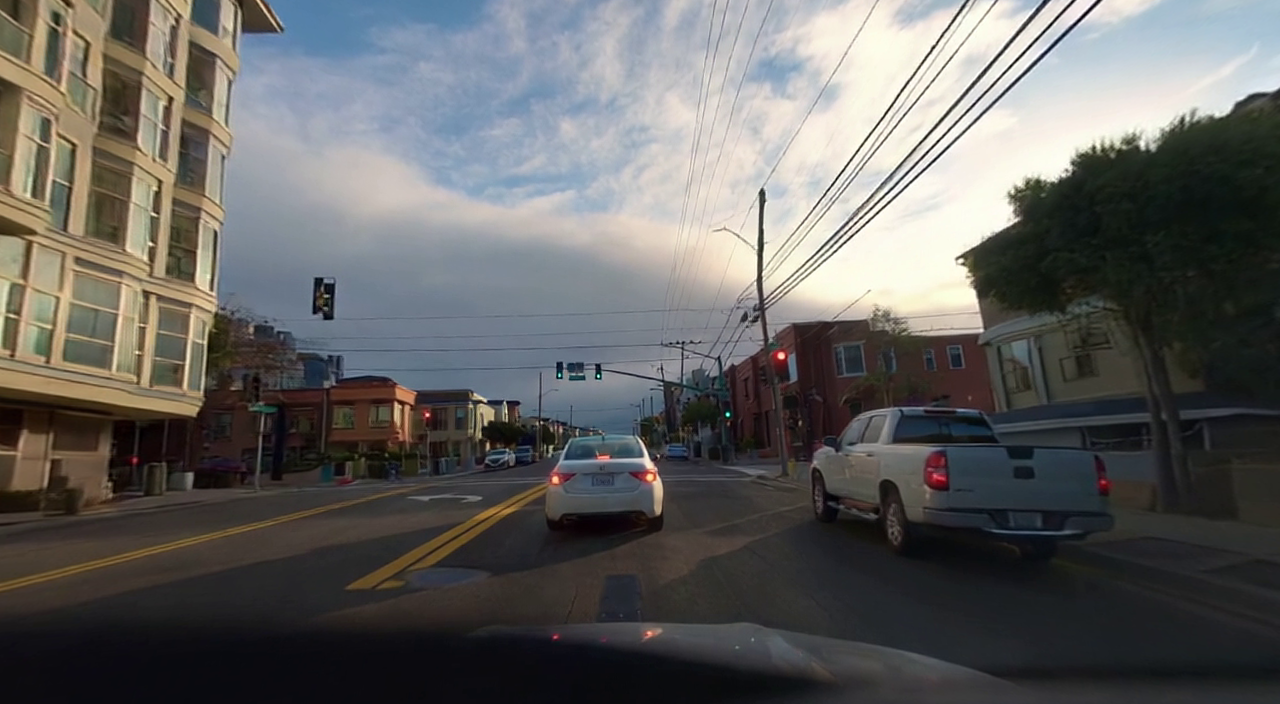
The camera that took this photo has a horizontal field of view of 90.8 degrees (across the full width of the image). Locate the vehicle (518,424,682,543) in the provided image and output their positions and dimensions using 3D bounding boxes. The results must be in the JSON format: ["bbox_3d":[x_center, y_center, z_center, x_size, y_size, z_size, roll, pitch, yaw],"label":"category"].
[{"bbox_3d":[-0.489,1.920,9.940,2.019,1.453,4.129,0,-8,0],"label":"vehicle"}]

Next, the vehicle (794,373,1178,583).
[{"bbox_3d":[3.835,1.518,8.451,2.248,1.945,5.011,0,-8,0],"label":"vehicle"}]

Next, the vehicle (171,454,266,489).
[{"bbox_3d":[-25.334,7.196,38.054,4.337,1.739,1.981,-5,-11,2],"label":"vehicle"}]
